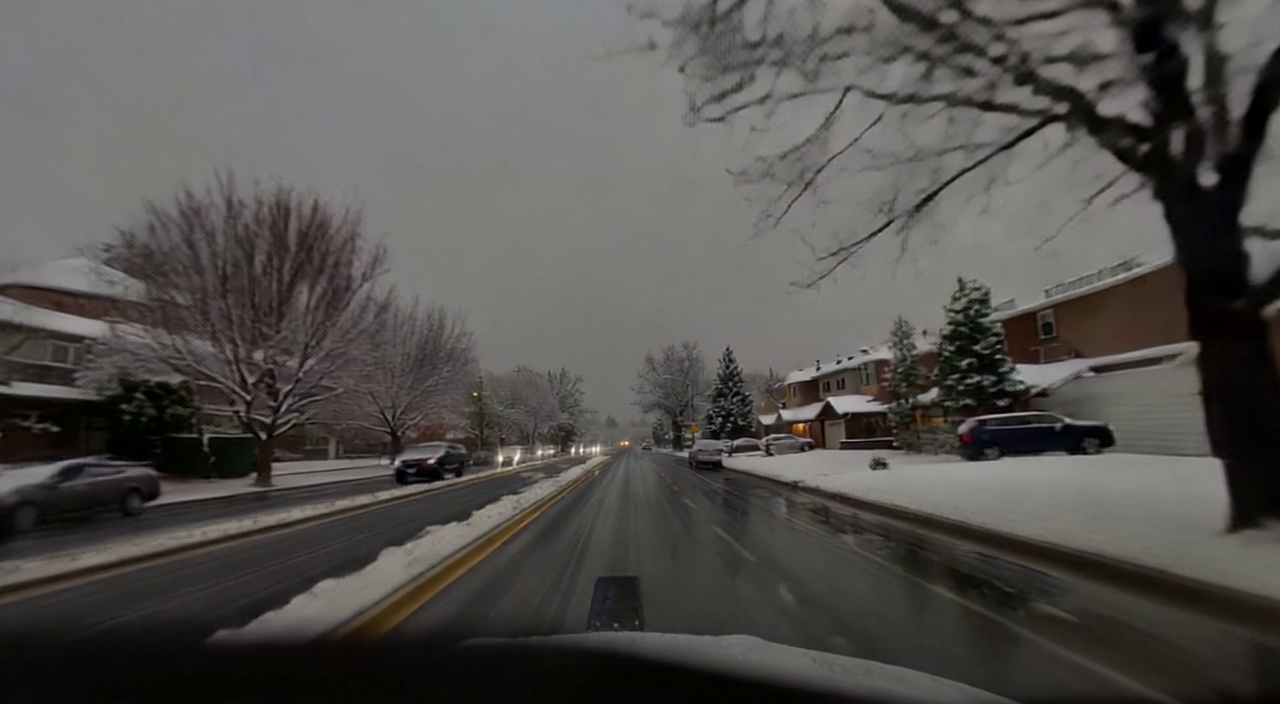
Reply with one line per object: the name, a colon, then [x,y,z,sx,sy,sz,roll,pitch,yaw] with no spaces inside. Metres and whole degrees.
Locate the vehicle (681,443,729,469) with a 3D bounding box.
vehicle: [3.793,6.155,37.578,1.946,1.431,4.695,1,-8,-5]

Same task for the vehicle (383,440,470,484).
vehicle: [-8.683,4.481,26.149,2.030,1.632,4.520,0,-8,0]

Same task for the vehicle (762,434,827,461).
vehicle: [10.871,6.714,44.550,3.999,1.599,1.819,-4,-8,0]

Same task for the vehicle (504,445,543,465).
vehicle: [-8.835,7.800,48.185,1.986,1.442,4.602,0,-8,1]

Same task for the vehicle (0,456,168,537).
vehicle: [-13.320,3.144,14.301,1.850,1.472,4.511,0,-8,-1]

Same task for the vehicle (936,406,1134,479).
vehicle: [11.940,2.772,19.353,4.625,1.711,1.910,-5,-8,0]
